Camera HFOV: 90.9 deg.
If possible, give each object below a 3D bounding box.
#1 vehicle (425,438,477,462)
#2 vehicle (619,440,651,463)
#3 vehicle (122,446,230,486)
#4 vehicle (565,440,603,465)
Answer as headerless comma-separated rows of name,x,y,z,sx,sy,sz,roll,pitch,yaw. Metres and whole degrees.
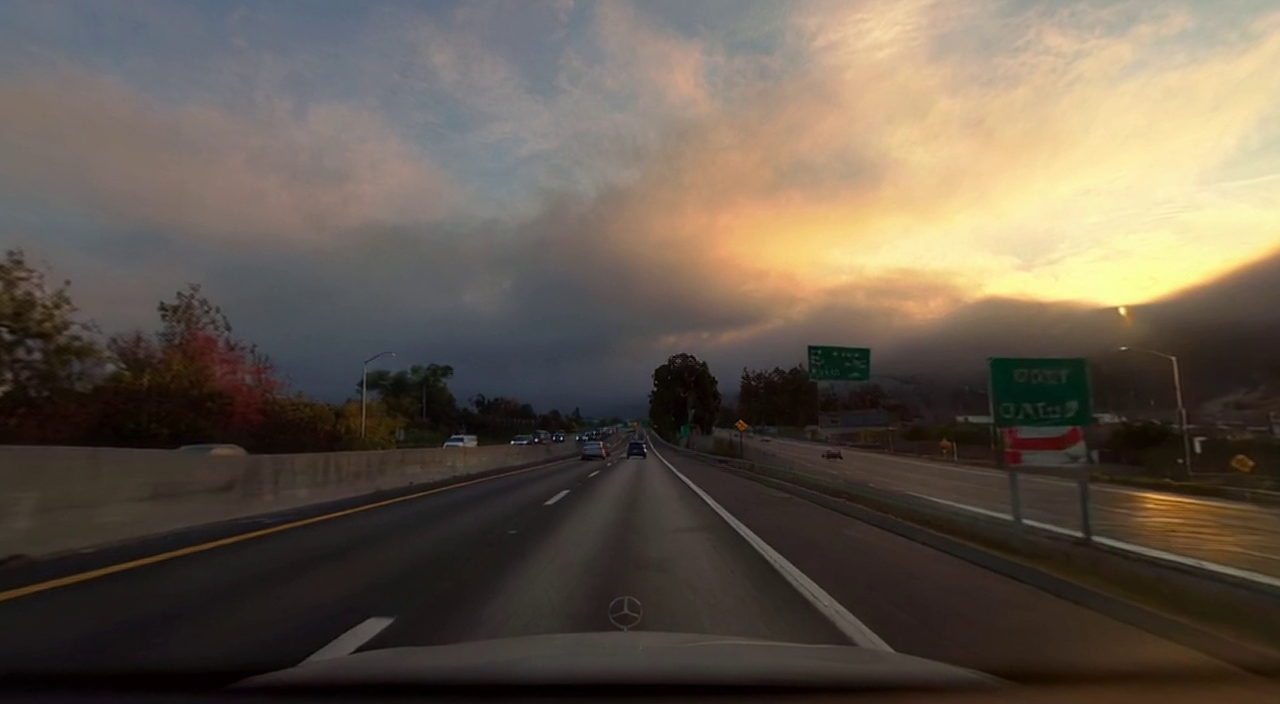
vehicle,-13.069,6.811,43.920,2.289,1.607,4.231,0,-8,0
vehicle,-0.321,6.920,44.023,2.100,1.471,3.956,0,-8,0
vehicle,-17.029,4.163,23.351,1.457,1.357,3.245,0,-8,1
vehicle,-3.596,6.487,41.069,2.067,1.509,4.551,0,-8,0
